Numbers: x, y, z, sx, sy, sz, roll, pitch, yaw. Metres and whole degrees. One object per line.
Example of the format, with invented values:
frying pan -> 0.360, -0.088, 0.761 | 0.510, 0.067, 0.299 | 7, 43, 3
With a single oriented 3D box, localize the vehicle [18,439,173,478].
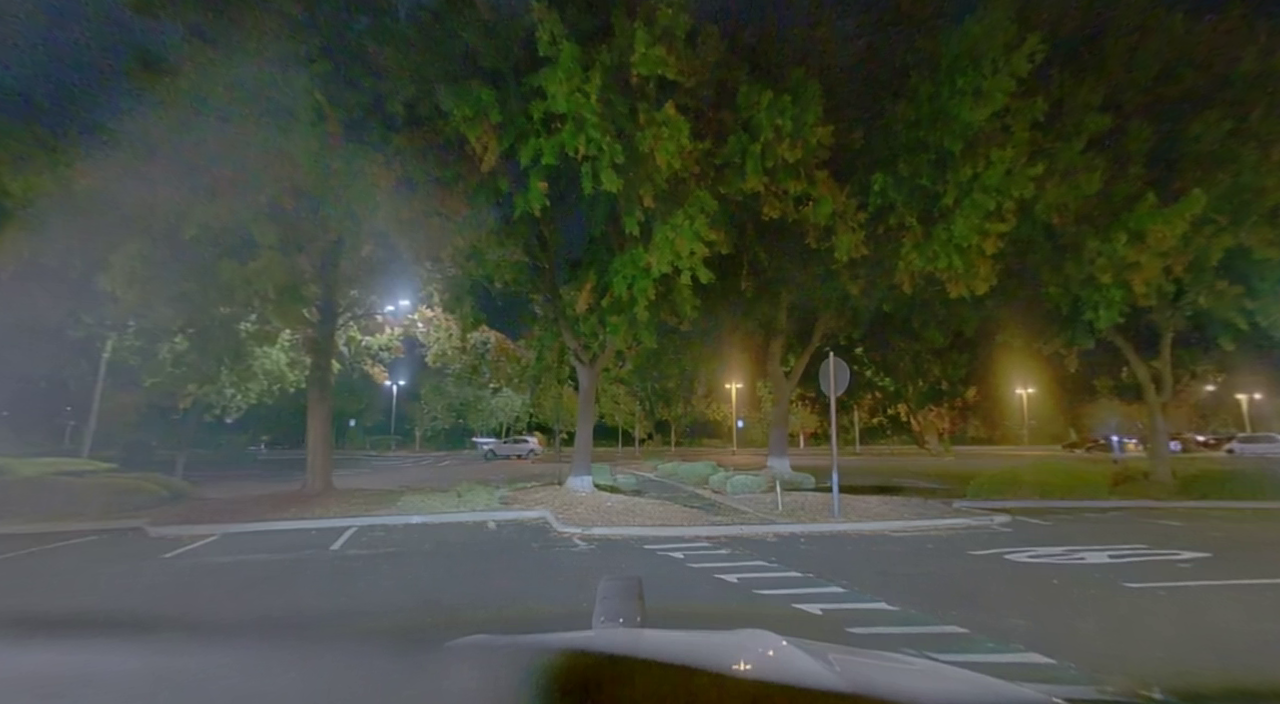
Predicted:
vehicle -> -21.354, 4.195, 24.957 | 4.240, 1.427, 1.714 | 1, -9, -10
